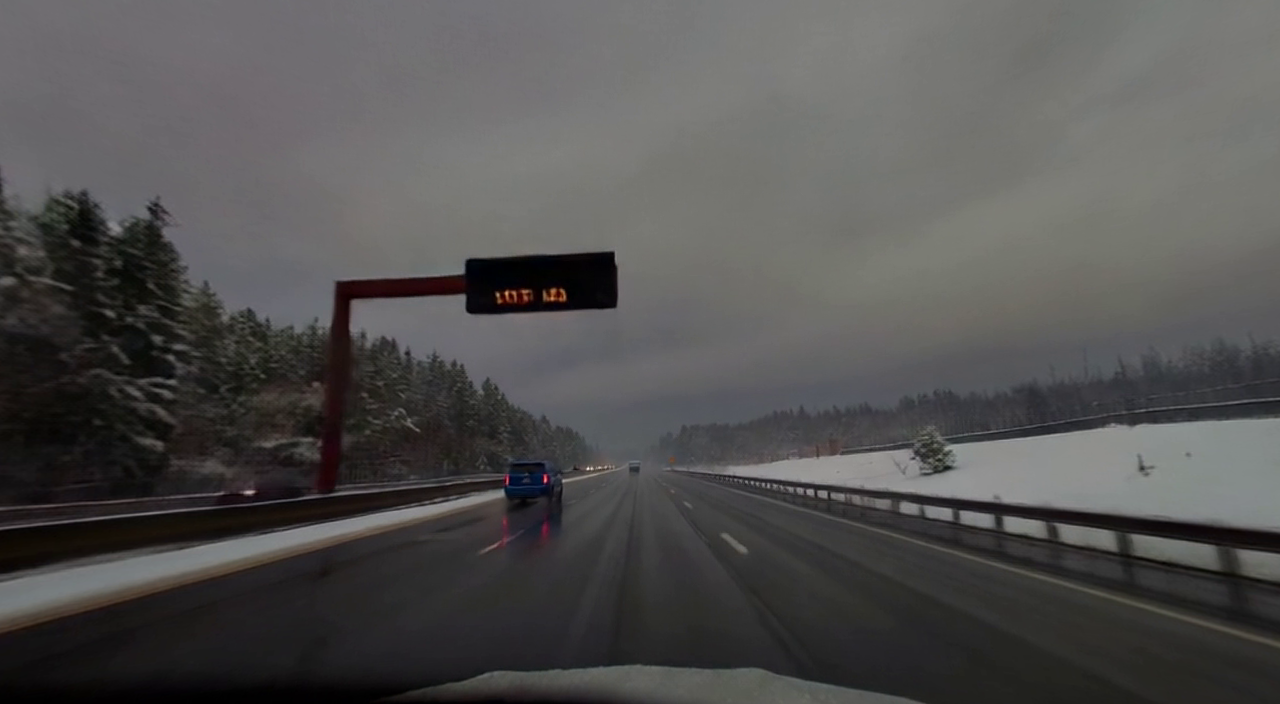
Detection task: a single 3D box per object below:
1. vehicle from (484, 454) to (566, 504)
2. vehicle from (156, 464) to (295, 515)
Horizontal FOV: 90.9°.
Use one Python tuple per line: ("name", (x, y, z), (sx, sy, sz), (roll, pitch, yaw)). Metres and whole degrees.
("vehicle", (-3.957, 4.507, 22.518), (2.081, 1.586, 4.245), (0, -10, 1))
("vehicle", (-14.081, 4.672, 21.745), (1.943, 1.528, 4.197), (1, -10, -1))
